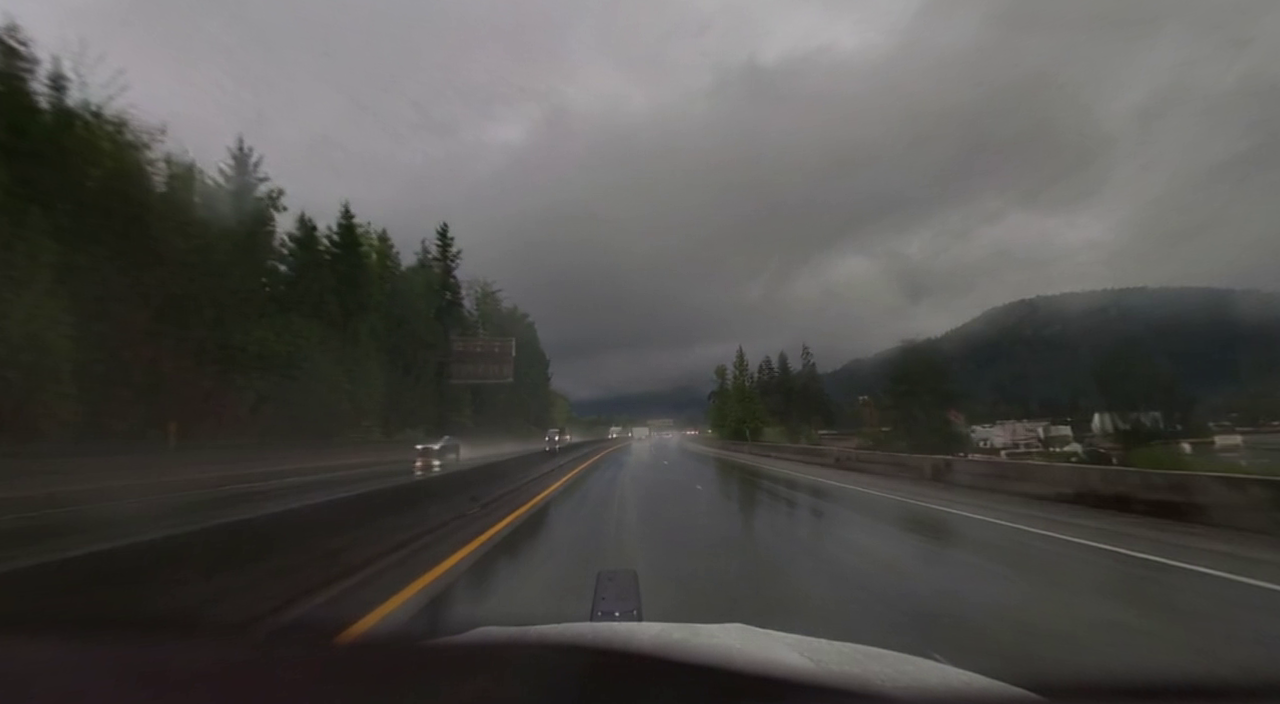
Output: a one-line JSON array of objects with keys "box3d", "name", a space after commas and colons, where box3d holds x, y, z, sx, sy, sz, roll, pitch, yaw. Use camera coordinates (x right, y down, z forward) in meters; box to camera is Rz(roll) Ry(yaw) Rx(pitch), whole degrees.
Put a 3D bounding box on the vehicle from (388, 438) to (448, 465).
[{"box3d": [-12.654, 5.664, 36.213, 1.827, 1.448, 4.398, 0, -7, 0], "name": "vehicle"}]
